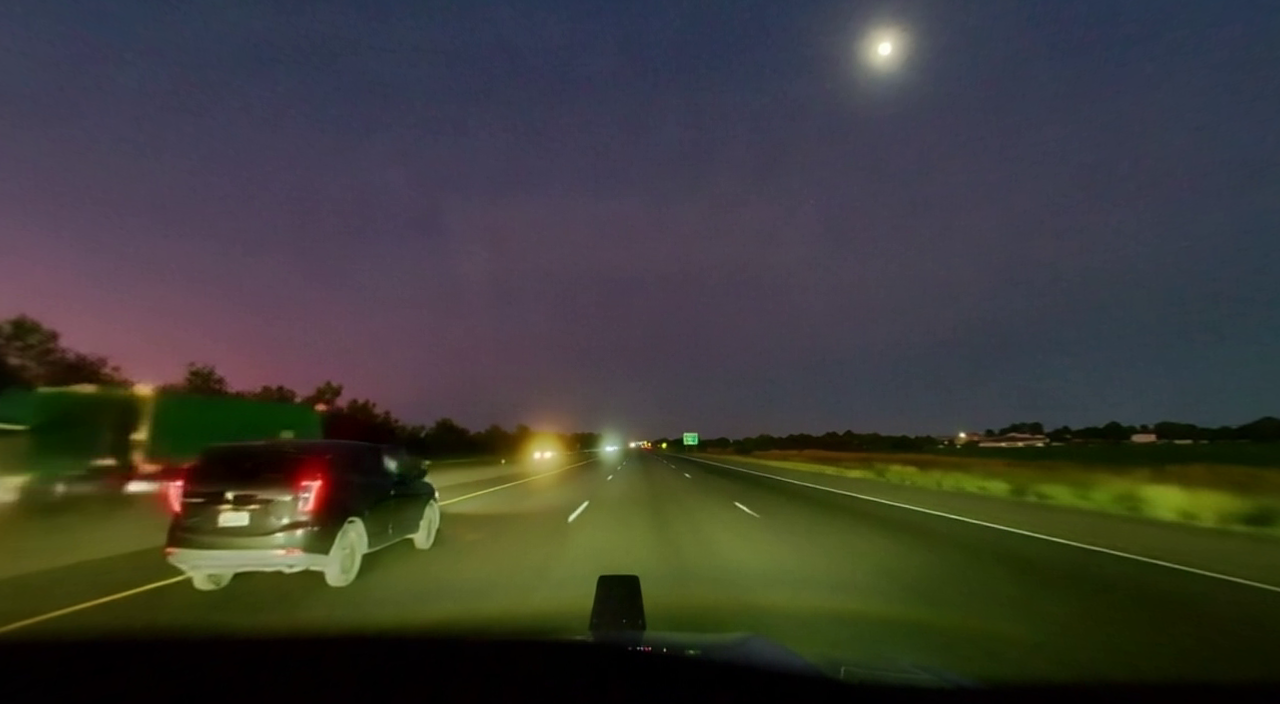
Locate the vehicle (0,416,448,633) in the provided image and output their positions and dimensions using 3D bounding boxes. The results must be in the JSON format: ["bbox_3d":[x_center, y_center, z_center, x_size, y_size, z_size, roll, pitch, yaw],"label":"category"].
[{"bbox_3d":[-3.535,1.522,6.484,1.815,1.500,4.036,0,-9,0],"label":"vehicle"}]
